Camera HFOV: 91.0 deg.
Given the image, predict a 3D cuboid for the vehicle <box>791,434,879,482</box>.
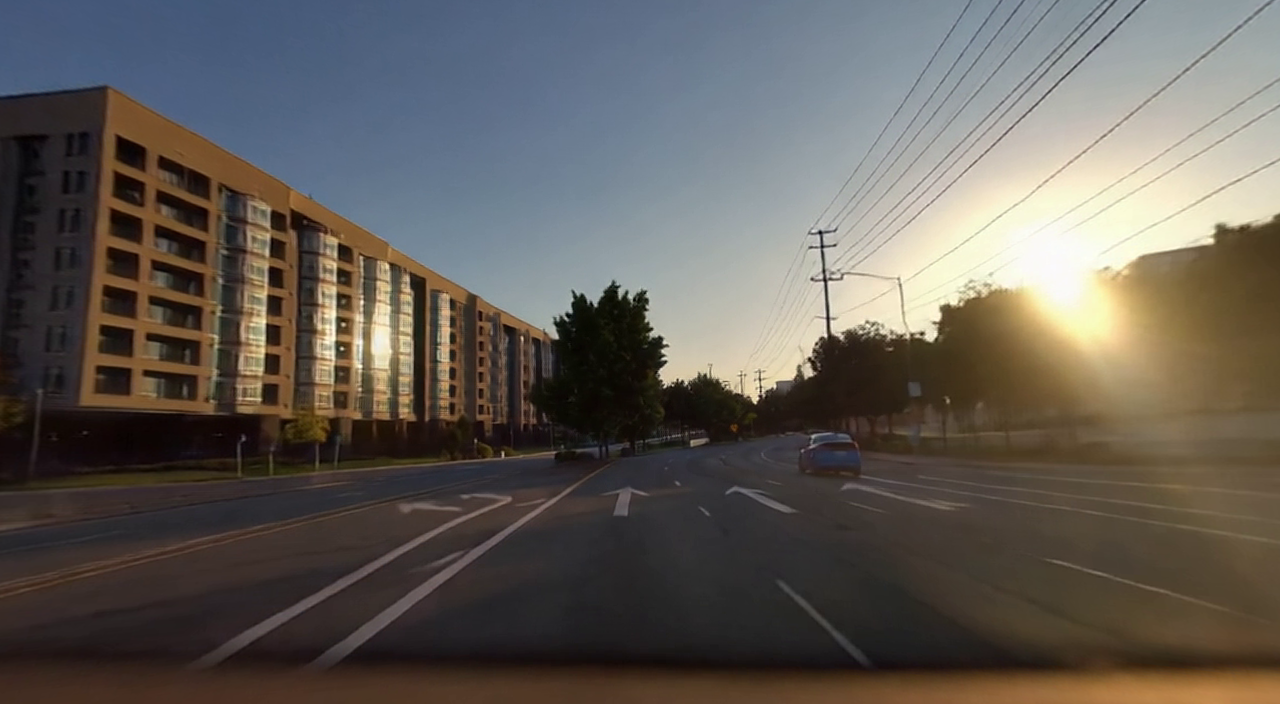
[{"bbox_3d":[6.590,3.634,21.747,1.908,1.476,3.880,0,-9,2],"label":"vehicle"}]
